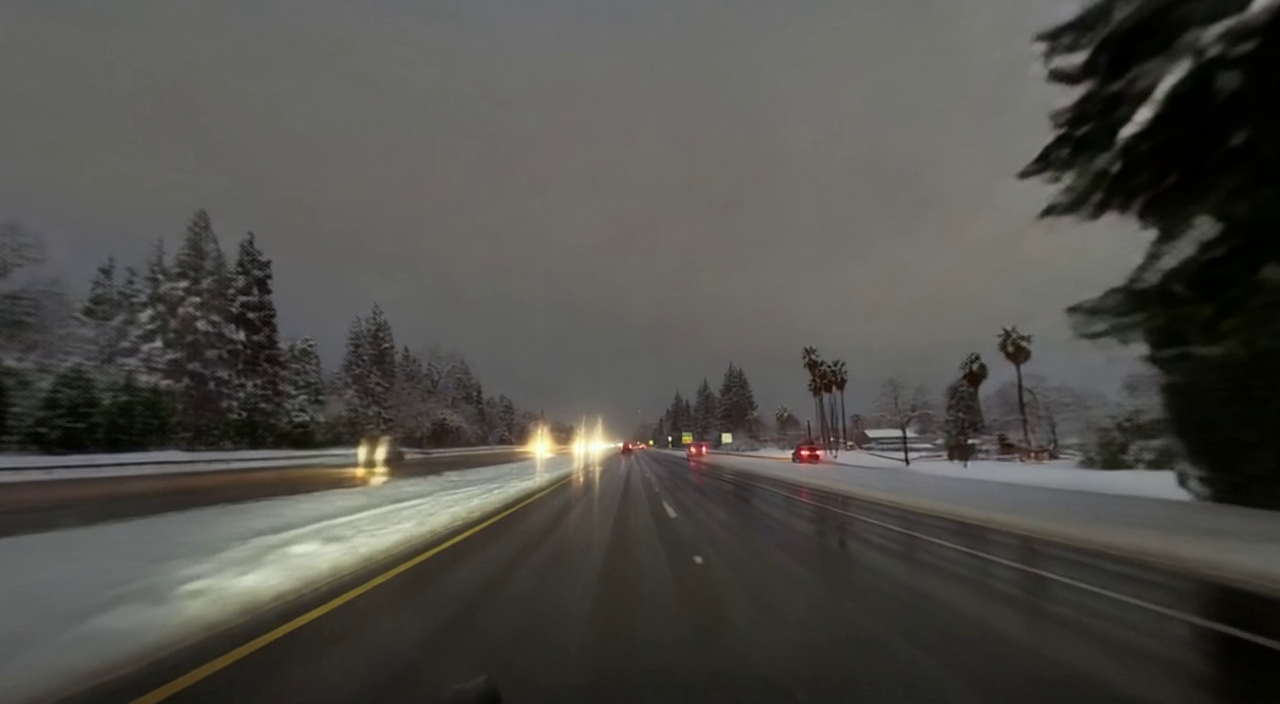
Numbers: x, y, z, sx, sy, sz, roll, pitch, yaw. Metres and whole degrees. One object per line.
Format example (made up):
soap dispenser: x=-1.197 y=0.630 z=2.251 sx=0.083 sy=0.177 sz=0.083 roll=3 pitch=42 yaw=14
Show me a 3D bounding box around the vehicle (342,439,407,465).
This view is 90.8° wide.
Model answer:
vehicle: x=-16.514 y=6.267 z=39.593 sx=1.950 sy=1.477 sz=4.792 roll=0 pitch=-9 yaw=0
